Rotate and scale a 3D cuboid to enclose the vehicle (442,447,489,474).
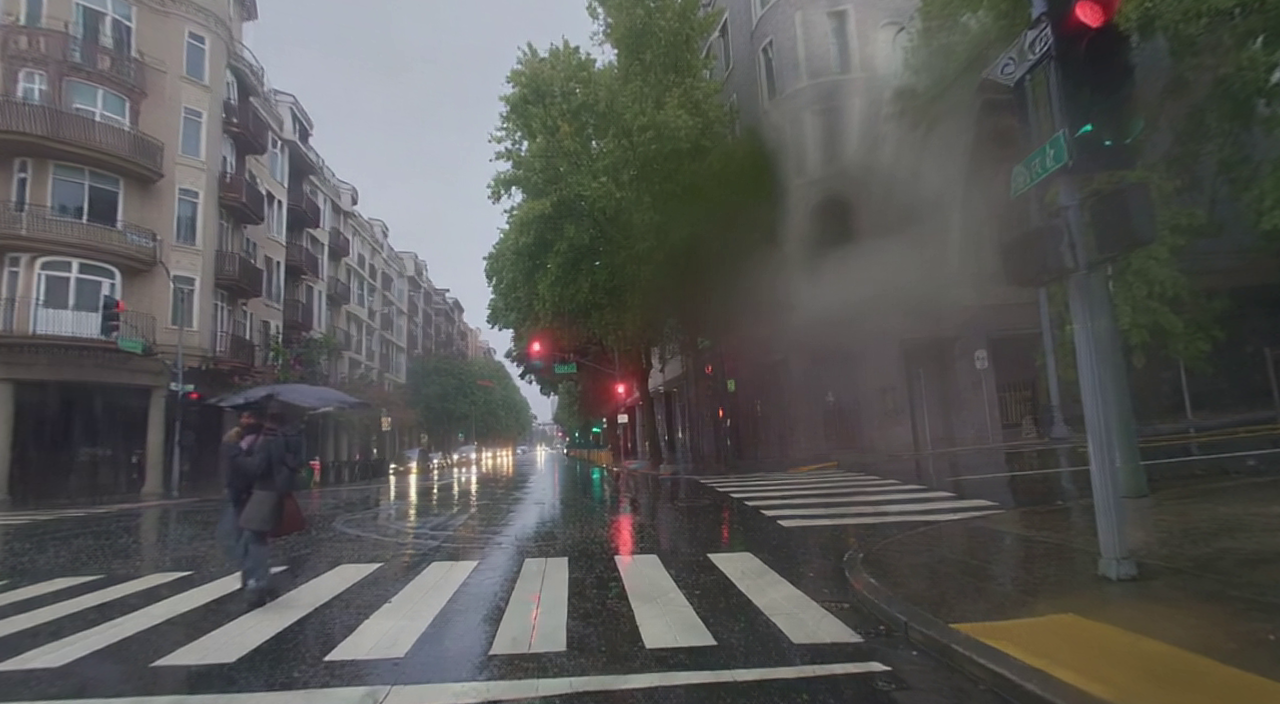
[{"bbox_3d":[-10.444,6.476,38.107,2.196,1.503,4.371,1,-9,-8],"label":"vehicle"}]
